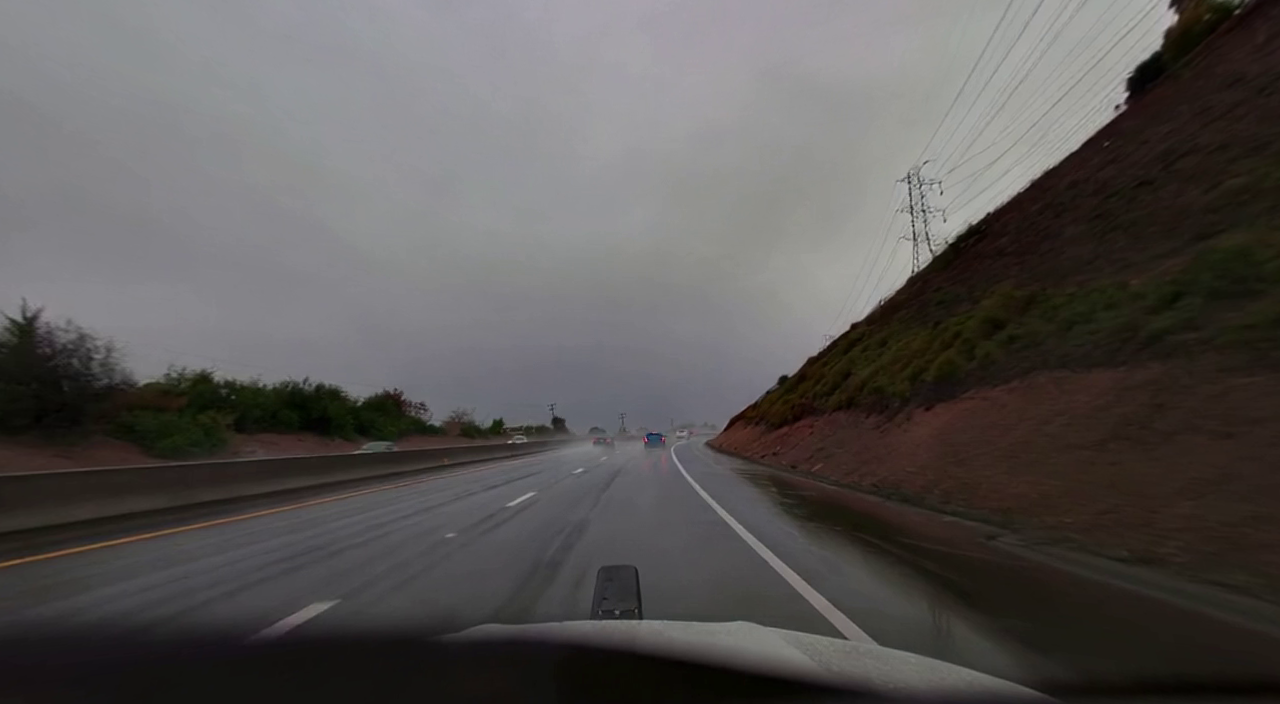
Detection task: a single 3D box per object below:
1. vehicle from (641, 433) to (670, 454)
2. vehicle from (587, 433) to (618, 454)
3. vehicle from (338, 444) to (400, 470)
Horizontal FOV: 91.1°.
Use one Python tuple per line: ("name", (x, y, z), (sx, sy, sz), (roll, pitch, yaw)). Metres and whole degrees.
("vehicle", (1.207, 6.966, 47.987), (2.077, 1.523, 4.206), (0, -8, 2))
("vehicle", (-2.828, 6.970, 48.119), (1.907, 1.515, 3.807), (0, -8, 3))
("vehicle", (-17.430, 6.747, 40.634), (1.900, 1.502, 4.486), (0, -8, 2))
